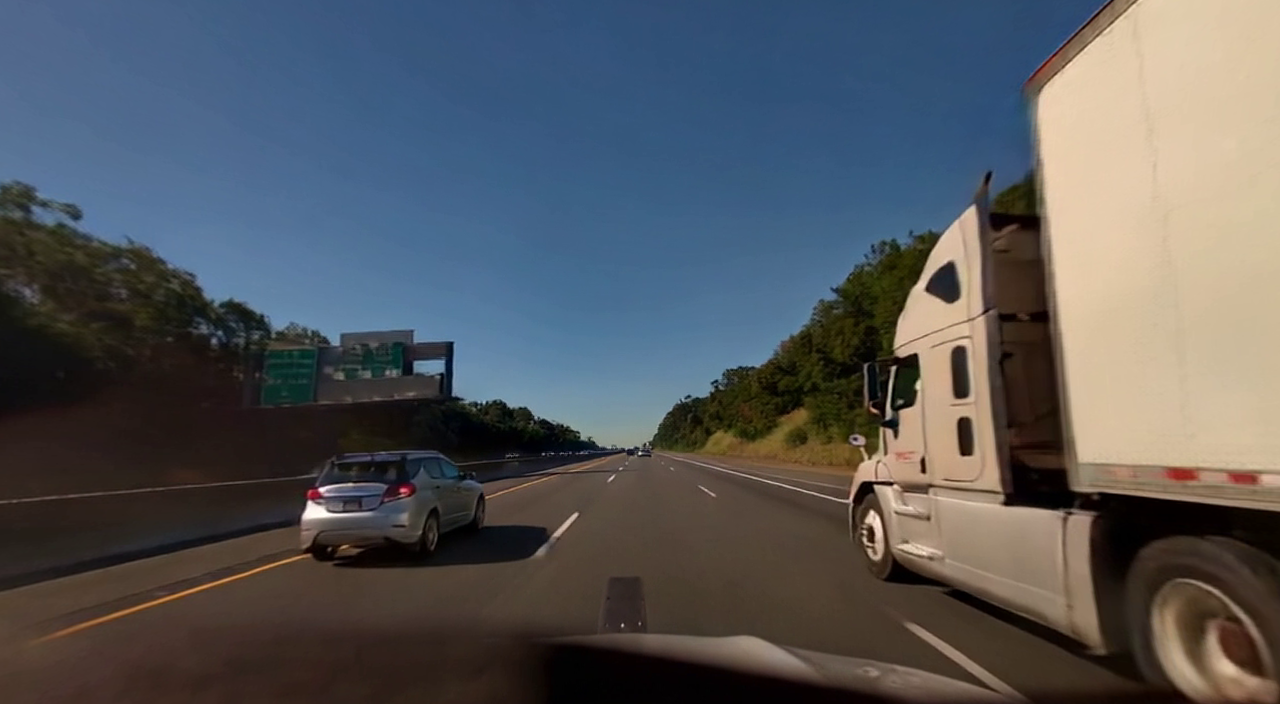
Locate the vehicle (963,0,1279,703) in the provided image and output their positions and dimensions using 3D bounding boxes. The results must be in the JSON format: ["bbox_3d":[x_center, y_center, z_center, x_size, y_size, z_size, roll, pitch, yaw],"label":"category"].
[{"bbox_3d":[3.671,-0.401,0.892,3.010,3.907,5.999,0,-9,-1],"label":"vehicle"}]

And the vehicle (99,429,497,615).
[{"bbox_3d":[-3.290,1.743,7.476,2.054,1.475,4.708,0,-9,0],"label":"vehicle"}]
